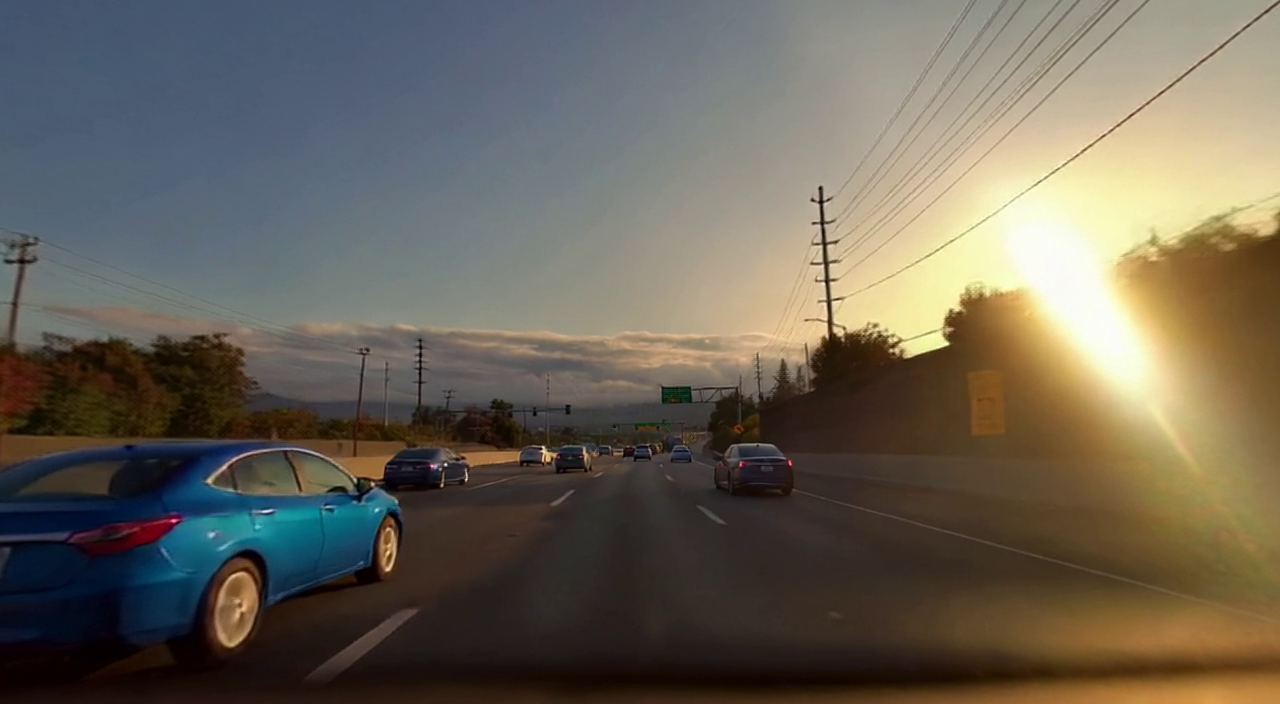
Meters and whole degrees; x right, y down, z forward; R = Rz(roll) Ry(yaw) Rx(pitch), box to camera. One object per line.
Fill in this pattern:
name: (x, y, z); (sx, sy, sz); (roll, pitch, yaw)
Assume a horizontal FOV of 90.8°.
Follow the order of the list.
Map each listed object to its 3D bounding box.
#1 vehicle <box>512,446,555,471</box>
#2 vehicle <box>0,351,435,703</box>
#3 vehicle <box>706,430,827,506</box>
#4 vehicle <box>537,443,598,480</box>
vehicle: (-6.590, 6.665, 39.631); (1.877, 1.474, 4.475); (0, -9, 0)
vehicle: (-3.248, 1.175, 4.520); (2.104, 1.707, 4.338); (0, -9, 0)
vehicle: (3.027, 2.901, 16.179); (2.100, 1.659, 4.387); (0, -9, -1)
vehicle: (-3.114, 4.808, 28.009); (2.066, 1.488, 4.377); (-1, -9, 2)
